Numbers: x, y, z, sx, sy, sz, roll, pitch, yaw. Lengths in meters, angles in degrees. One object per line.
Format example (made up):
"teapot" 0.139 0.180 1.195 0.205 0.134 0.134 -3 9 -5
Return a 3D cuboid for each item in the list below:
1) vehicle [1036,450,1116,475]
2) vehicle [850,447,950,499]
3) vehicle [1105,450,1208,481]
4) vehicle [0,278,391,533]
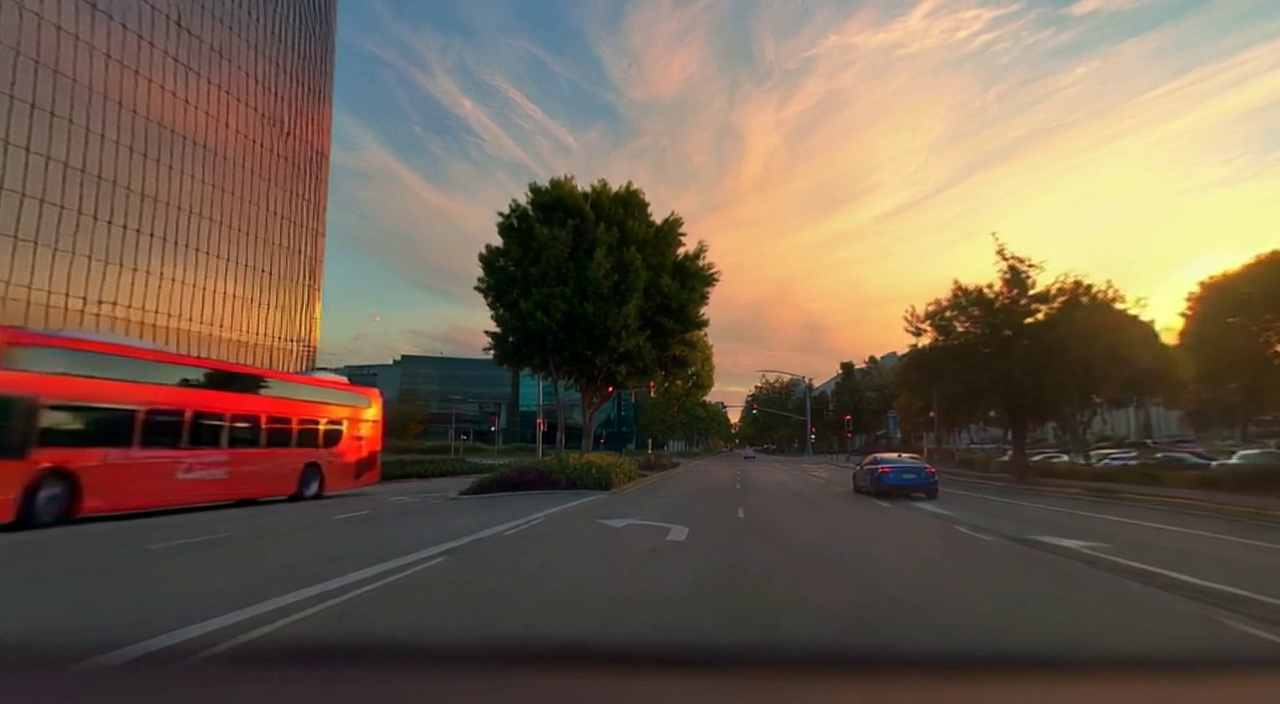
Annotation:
"vehicle" 29.270 7.431 42.378 3.896 1.471 1.936 -3 -8 9
"vehicle" 8.476 3.951 20.929 1.993 1.501 4.127 -1 -9 7
"vehicle" 28.334 6.240 34.672 3.824 1.453 1.894 -3 -8 6
"vehicle" -11.911 1.873 16.920 3.110 4.418 13.688 -1 -9 8
